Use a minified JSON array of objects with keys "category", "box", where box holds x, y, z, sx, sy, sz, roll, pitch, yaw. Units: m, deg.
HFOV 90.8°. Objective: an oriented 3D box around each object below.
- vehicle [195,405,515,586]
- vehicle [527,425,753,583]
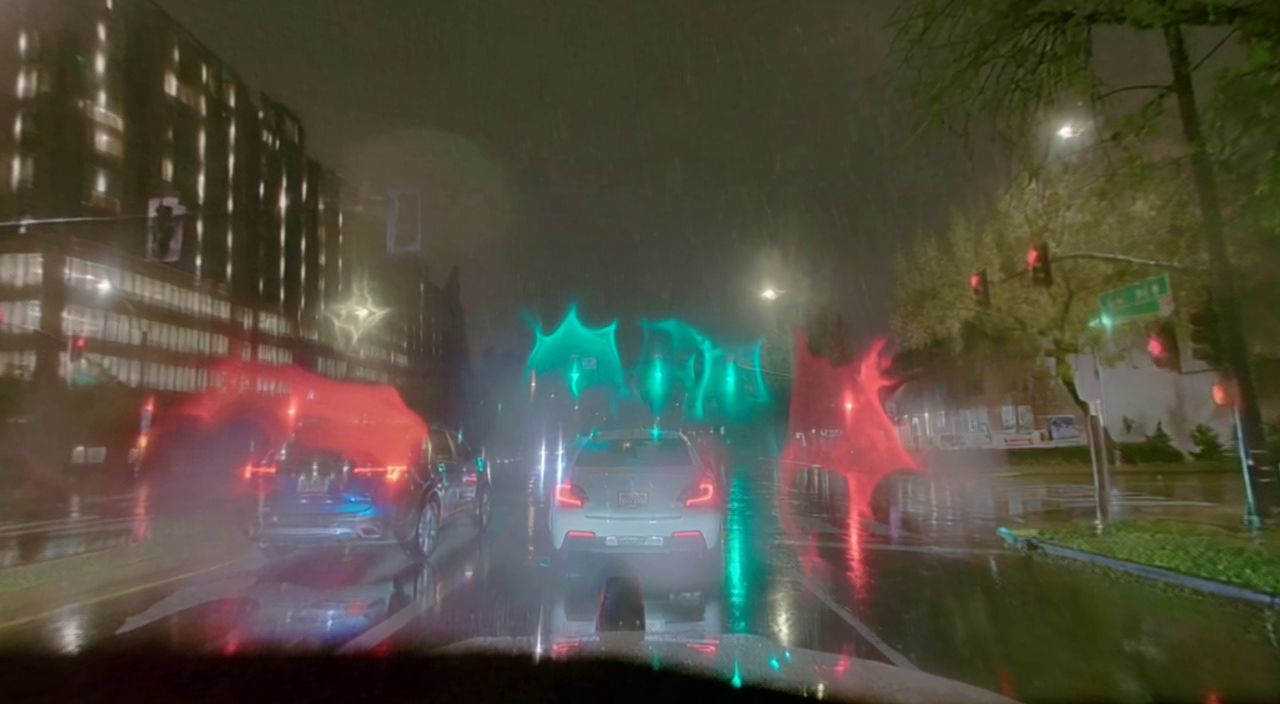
[{"category":"vehicle","box":[-3.179,1.699,8.336,2.081,1.719,4.434,0,-8,1]},{"category":"vehicle","box":[0.017,1.767,8.138,2.190,1.522,3.850,0,-8,1]}]
